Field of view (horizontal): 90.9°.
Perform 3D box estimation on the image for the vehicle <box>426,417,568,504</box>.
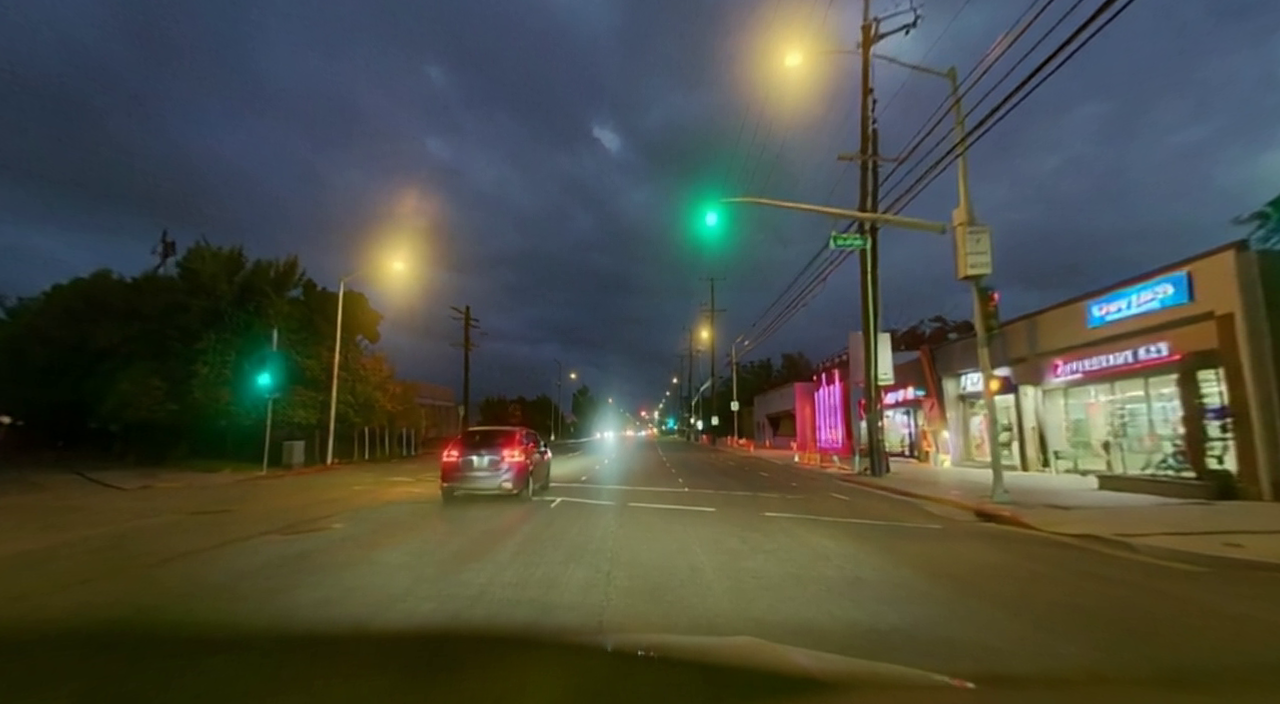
[{"bbox_3d":[-2.928,2.359,14.090,2.036,1.589,4.549,-1,-8,1],"label":"vehicle"}]
